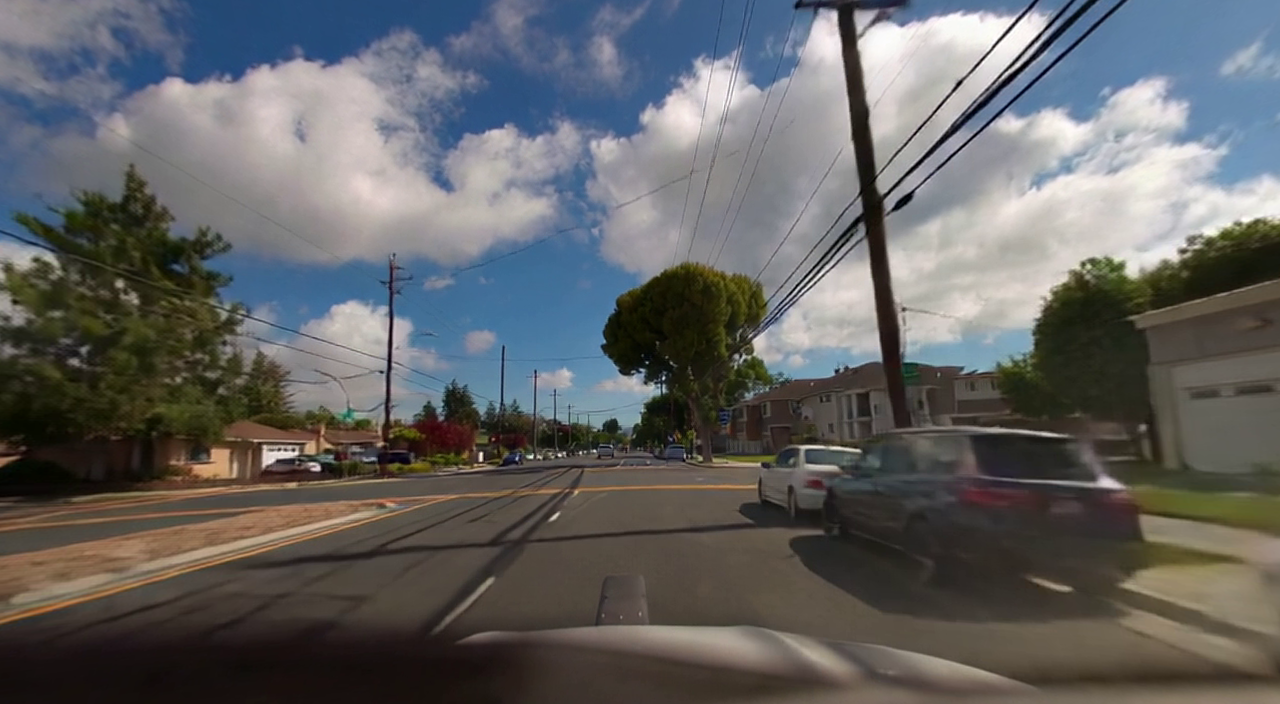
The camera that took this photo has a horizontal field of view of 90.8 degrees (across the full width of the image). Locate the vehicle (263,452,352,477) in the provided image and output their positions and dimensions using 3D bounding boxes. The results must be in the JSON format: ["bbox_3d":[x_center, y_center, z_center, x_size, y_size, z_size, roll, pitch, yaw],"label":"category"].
[{"bbox_3d":[-21.882,7.413,41.680,4.728,1.536,2.006,0,-9,0],"label":"vehicle"}]

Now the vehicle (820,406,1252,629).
[{"bbox_3d":[3.721,1.623,7.205,1.948,1.713,4.479,0,-9,-1],"label":"vehicle"}]
